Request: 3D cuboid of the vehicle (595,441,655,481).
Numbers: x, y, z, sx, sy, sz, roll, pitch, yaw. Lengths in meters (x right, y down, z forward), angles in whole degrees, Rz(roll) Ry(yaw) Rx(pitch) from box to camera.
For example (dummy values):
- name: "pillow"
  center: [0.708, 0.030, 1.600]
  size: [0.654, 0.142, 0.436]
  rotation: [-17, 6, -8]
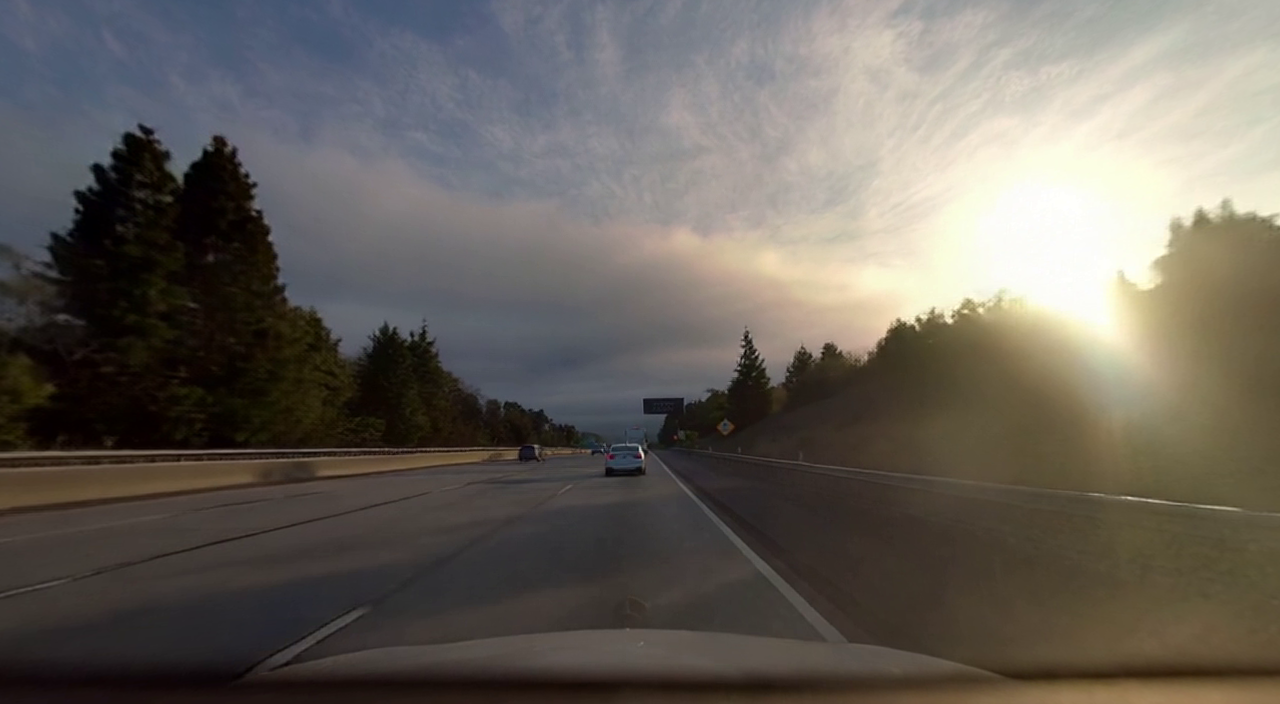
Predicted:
- name: "vehicle"
  center: [-0.559, 4.344, 25.322]
  size: [2.238, 1.479, 3.672]
  rotation: [0, -9, 0]
